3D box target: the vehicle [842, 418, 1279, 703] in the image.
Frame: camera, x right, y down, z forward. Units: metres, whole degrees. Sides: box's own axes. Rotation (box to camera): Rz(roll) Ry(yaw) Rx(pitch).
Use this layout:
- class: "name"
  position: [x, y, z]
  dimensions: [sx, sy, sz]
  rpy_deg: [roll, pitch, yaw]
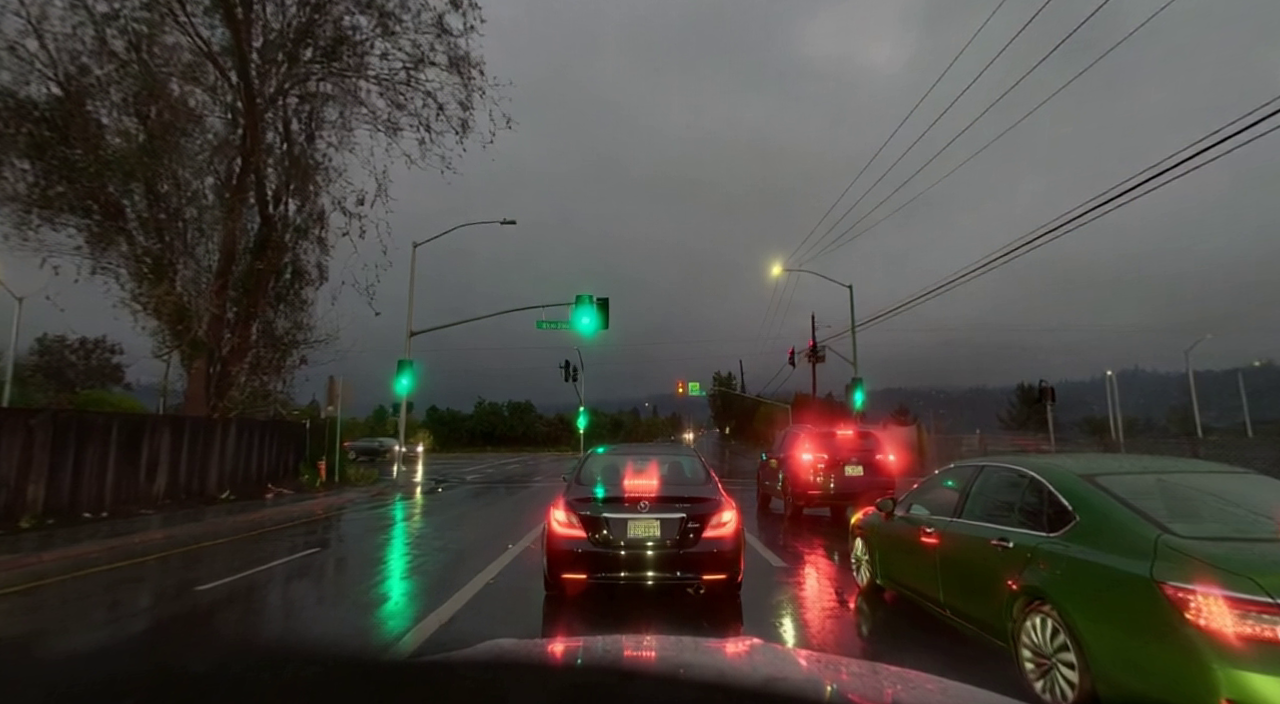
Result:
- class: "vehicle"
  position: [3.084, 1.244, 4.142]
  dimensions: [2.027, 1.432, 4.431]
  rpy_deg: [0, -8, 0]

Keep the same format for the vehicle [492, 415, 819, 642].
- class: "vehicle"
  position: [0.072, 1.496, 6.441]
  dimensions: [2.170, 1.497, 4.369]
  rpy_deg: [0, -8, -1]

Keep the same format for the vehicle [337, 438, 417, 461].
- class: "vehicle"
  position: [-17.242, 6.411, 41.462]
  dimensions: [4.406, 1.458, 1.892]
  rpy_deg: [-1, -8, 7]
